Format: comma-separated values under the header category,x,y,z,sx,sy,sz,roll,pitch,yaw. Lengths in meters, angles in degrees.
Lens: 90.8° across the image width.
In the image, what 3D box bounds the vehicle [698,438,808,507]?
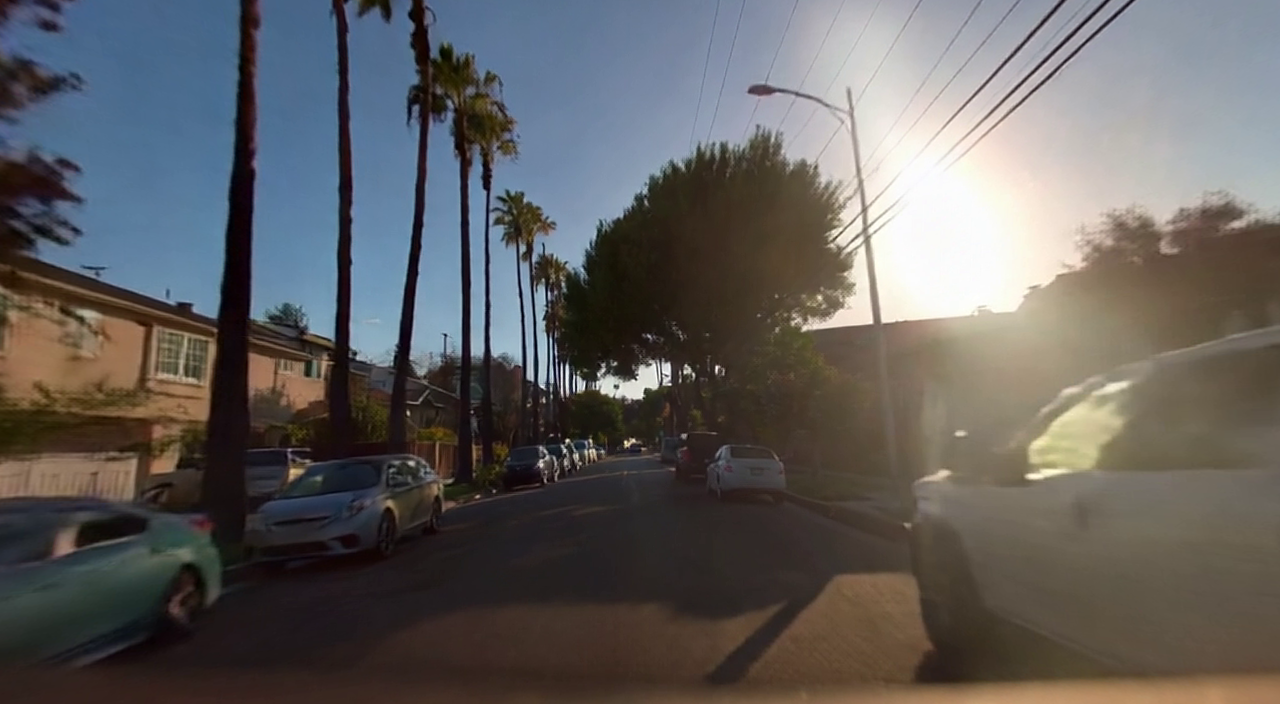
category,x,y,z,sx,sy,sz,roll,pitch,yaw
vehicle,2.628,2.901,15.644,1.881,1.460,4.007,0,-8,-1

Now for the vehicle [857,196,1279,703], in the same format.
category,x,y,z,sx,sy,sz,roll,pitch,yaw
vehicle,2.895,0.658,2.308,2.292,1.981,5.277,0,-8,0

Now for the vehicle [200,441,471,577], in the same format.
category,x,y,z,sx,sy,sz,roll,pitch,yaw
vehicle,-4.186,2.182,9.786,1.814,1.548,4.802,0,-8,0

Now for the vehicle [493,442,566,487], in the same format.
category,x,y,z,sx,sy,sz,roll,pitch,yaw
vehicle,-4.373,4.516,25.830,2.123,1.636,4.481,0,-8,1

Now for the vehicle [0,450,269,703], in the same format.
category,x,y,z,sx,sy,sz,roll,pitch,yaw
vehicle,-4.087,1.309,3.457,1.782,1.487,3.974,0,-8,-2
